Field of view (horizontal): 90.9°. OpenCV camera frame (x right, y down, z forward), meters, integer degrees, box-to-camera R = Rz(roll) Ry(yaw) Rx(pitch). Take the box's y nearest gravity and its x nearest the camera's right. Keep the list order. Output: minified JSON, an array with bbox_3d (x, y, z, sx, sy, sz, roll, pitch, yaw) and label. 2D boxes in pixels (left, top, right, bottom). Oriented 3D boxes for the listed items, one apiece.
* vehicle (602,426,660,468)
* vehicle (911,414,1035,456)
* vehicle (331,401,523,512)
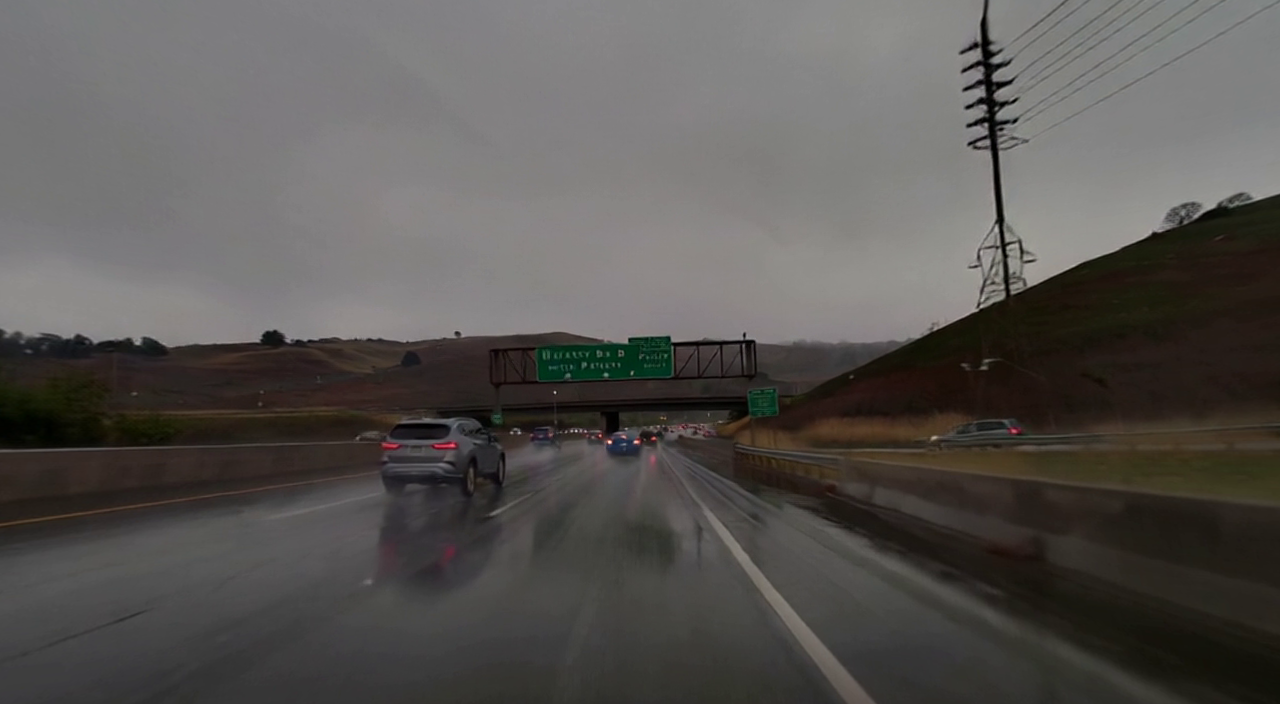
[{"bbox_3d":[-0.318,4.073,27.066,2.193,1.651,3.946,-1,-8,3],"label":"vehicle"},{"bbox_3d":[22.319,5.675,42.735,2.571,2.571,6.876,5,-10,-33],"label":"vehicle"},{"bbox_3d":[-4.058,2.121,13.124,2.228,1.845,4.847,0,-8,1],"label":"vehicle"}]
